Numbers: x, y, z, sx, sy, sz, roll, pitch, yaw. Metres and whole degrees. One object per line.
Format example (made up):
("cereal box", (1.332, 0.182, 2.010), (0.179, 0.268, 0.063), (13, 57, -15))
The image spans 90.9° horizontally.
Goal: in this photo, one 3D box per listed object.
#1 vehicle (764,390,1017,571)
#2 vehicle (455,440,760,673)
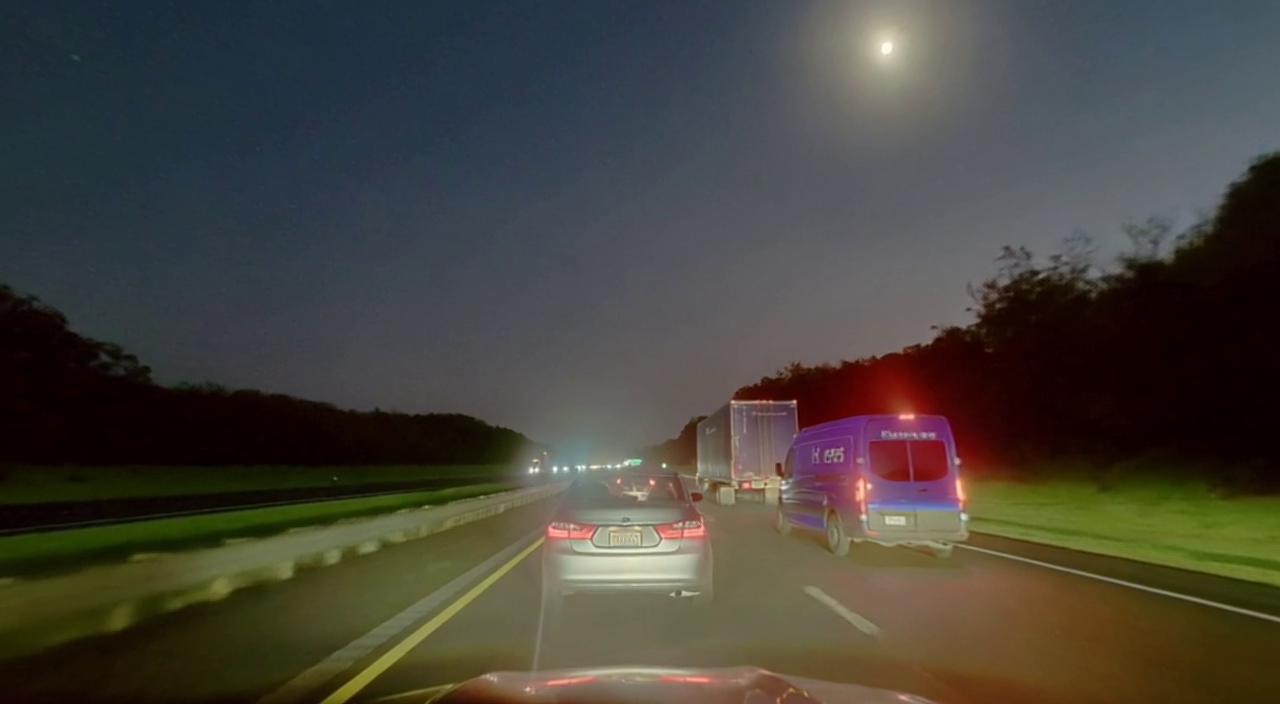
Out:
("vehicle", (4.080, 2.314, 11.689), (2.328, 2.537, 5.290), (1, -11, -2))
("vehicle", (-0.248, 1.668, 5.906), (1.980, 1.493, 3.410), (1, -11, -2))
